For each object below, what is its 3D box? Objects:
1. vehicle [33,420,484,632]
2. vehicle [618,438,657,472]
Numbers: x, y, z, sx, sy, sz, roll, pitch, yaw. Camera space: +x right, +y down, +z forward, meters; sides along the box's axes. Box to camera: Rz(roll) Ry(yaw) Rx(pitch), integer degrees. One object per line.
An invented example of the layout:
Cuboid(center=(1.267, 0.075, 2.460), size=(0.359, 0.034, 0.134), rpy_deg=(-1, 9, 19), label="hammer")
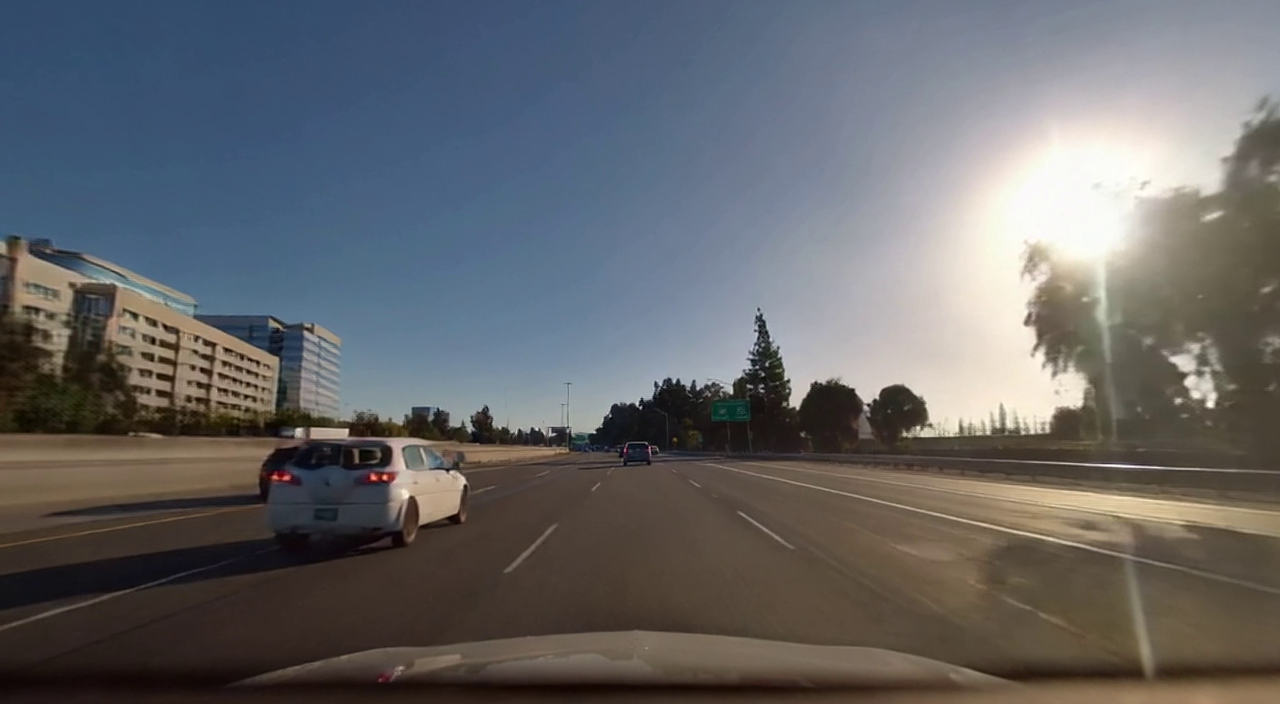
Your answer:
Cuboid(center=(-3.490, 1.687, 7.300), size=(2.140, 1.574, 4.946), rpy_deg=(0, -9, 0), label="vehicle")
Cuboid(center=(-0.178, 6.271, 38.741), size=(2.269, 1.924, 4.596), rpy_deg=(0, -9, -1), label="vehicle")
